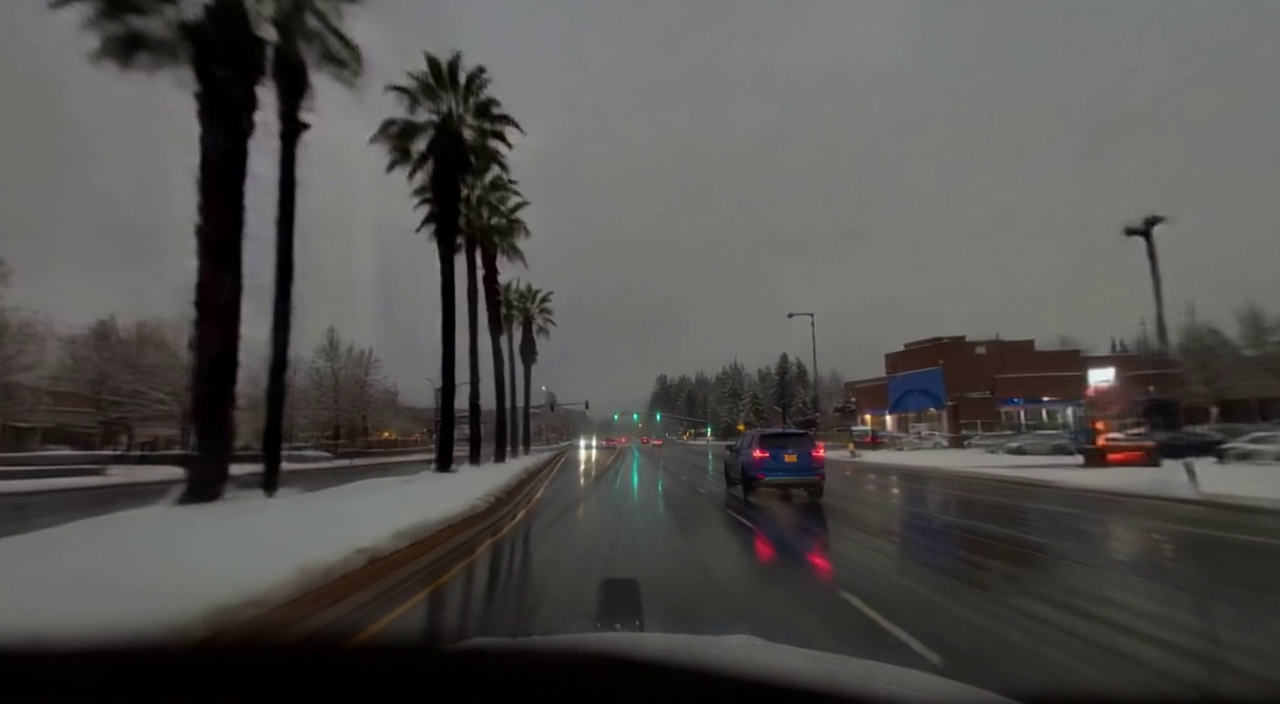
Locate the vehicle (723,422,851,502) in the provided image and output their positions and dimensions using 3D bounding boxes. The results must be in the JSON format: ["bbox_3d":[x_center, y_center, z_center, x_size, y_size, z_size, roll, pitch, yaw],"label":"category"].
[{"bbox_3d":[3.425,2.676,15.663,2.072,1.696,4.177,0,-9,-1],"label":"vehicle"}]
